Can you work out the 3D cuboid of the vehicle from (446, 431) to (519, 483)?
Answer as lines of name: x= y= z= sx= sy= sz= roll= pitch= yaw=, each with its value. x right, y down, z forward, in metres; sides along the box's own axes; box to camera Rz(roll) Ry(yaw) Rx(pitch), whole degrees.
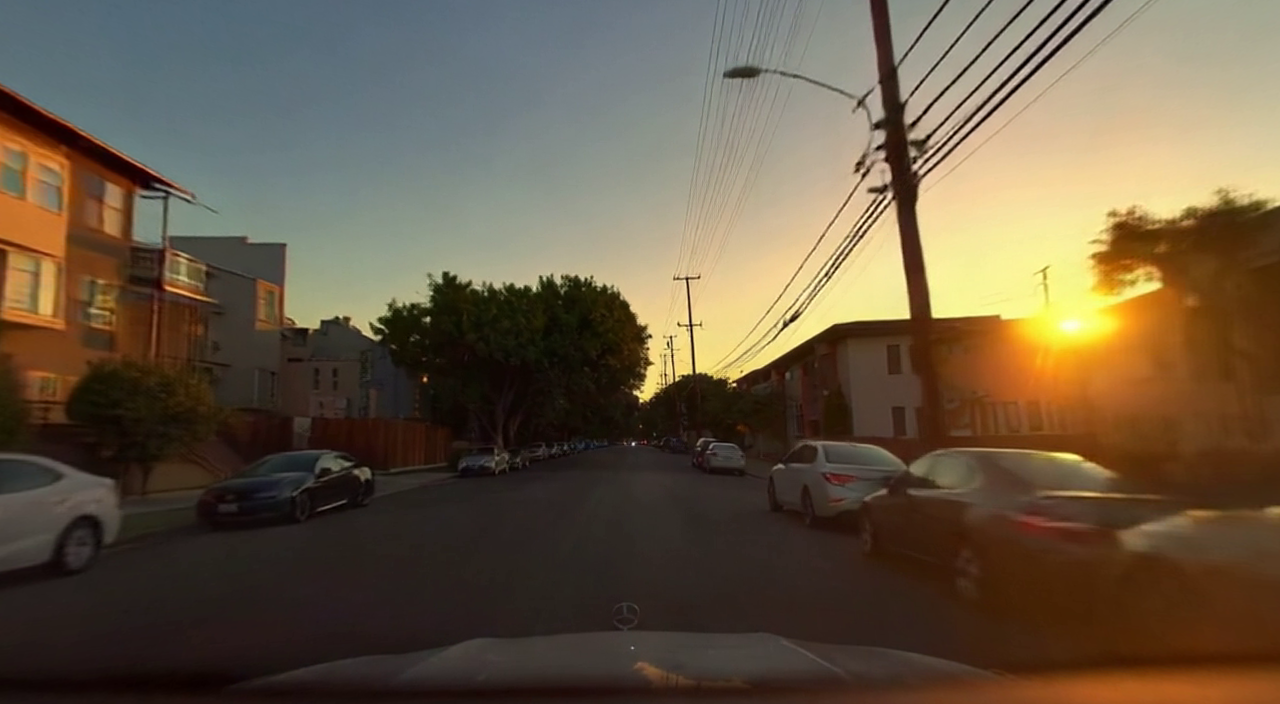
vehicle: x=-7.796 y=5.202 z=31.928 sx=2.351 sy=2.251 sz=5.856 roll=-2 pitch=-8 yaw=-2

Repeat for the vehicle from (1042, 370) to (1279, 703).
vehicle: x=3.672 y=0.801 z=1.763 sx=2.095 sy=1.694 sz=4.592 roll=0 pitch=-9 yaw=1

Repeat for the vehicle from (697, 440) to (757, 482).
vehicle: x=3.636 y=4.652 z=27.289 sx=1.925 sy=1.634 sz=4.419 roll=0 pitch=-8 yaw=0

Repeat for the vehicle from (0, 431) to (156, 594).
vehicle: x=-7.681 y=1.761 z=6.485 sx=1.981 sy=1.651 sz=4.683 roll=-5 pitch=-6 yaw=-3

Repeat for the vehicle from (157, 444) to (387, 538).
vehicle: x=-7.541 y=2.832 z=13.679 sx=2.145 sy=1.488 sz=4.646 roll=-3 pitch=-7 yaw=1
